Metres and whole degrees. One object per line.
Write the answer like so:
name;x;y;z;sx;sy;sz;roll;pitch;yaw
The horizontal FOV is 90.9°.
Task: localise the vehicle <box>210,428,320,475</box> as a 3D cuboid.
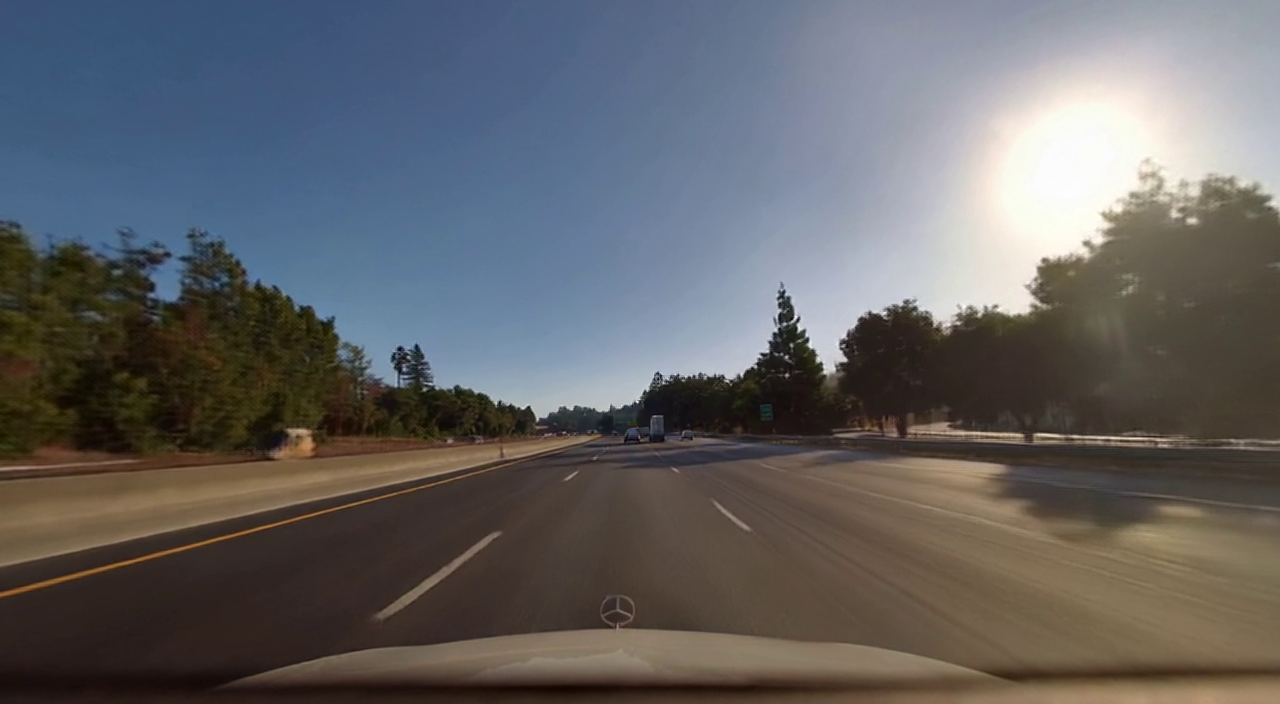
vehicle;-16.910;4.497;28.733;2.068;1.935;4.791;0;-8;0
